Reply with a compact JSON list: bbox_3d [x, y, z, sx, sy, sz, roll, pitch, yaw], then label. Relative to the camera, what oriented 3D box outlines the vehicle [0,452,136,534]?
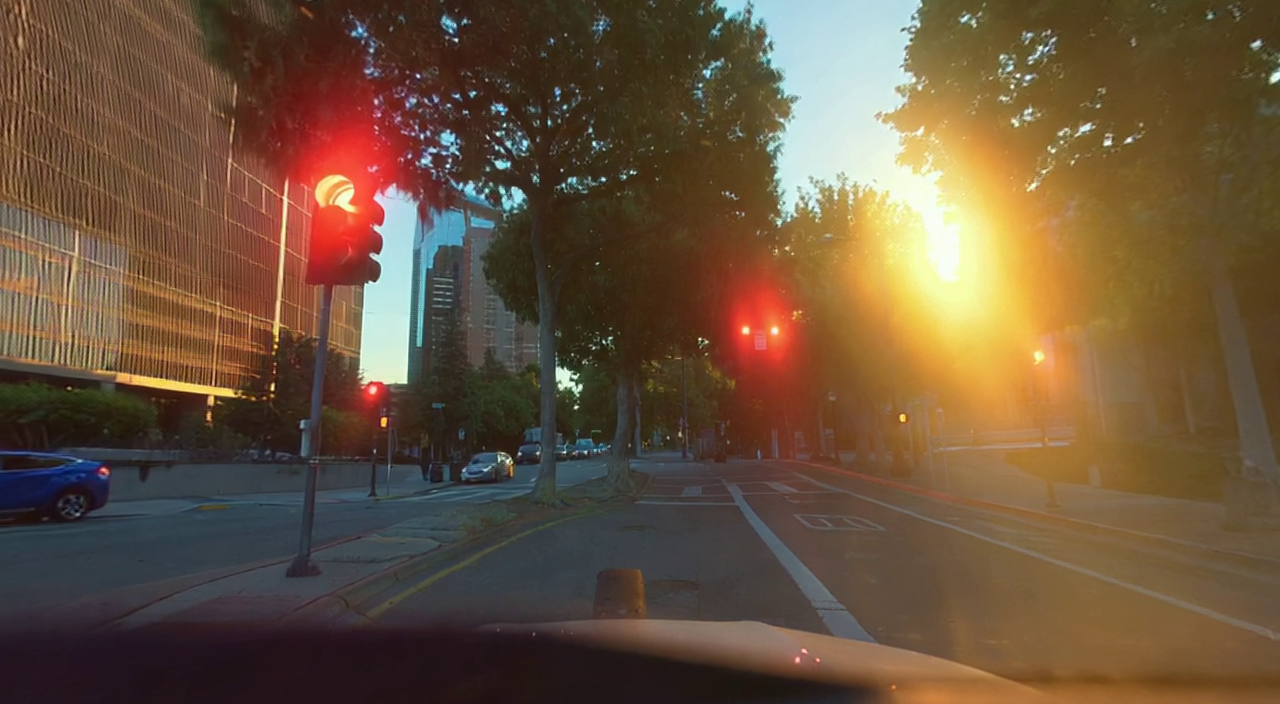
[{"bbox_3d":[-12.858,2.715,12.273,4.598,1.490,1.816,7,-11,-40],"label":"vehicle"}]

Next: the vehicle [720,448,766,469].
[{"bbox_3d":[7.858,8.123,48.418,1.829,1.440,4.384,2,-9,-14],"label":"vehicle"}]
